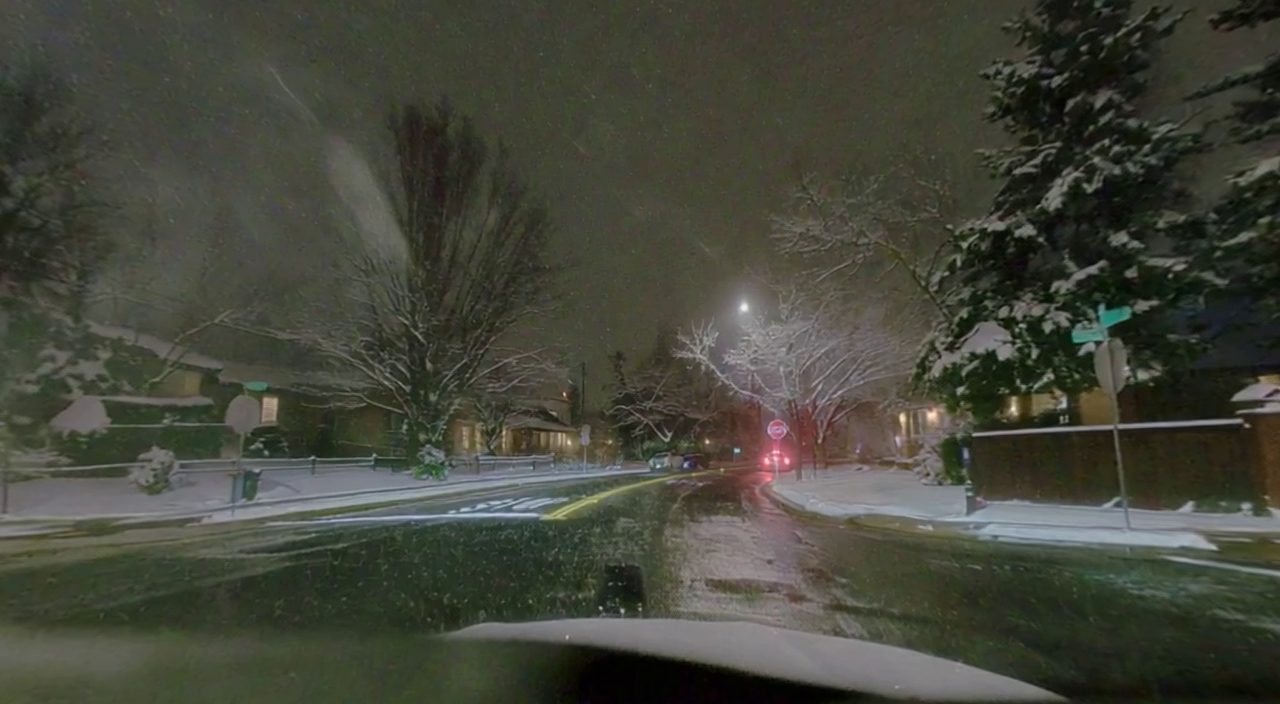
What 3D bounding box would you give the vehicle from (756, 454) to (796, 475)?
[{"bbox_3d":[10.487,8.575,48.460,2.045,1.478,4.914,-4,-9,23],"label":"vehicle"}]
